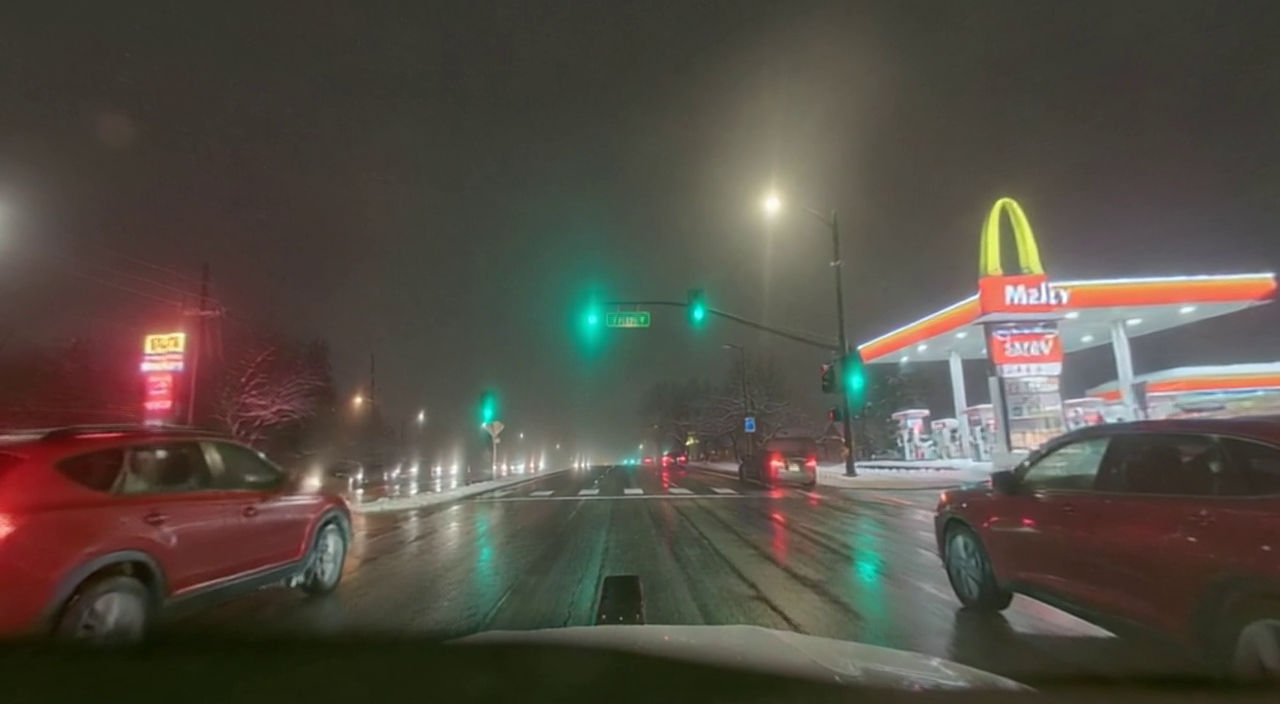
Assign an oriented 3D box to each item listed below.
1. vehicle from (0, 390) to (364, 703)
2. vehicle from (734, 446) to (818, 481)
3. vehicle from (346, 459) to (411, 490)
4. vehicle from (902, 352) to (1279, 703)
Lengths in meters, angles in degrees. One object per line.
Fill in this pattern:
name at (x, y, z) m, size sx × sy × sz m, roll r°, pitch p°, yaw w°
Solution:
vehicle at (-3.706, 1.205, 4.193) m, size 1.935 × 1.617 × 4.045 m, roll 0°, pitch -8°, yaw -1°
vehicle at (7.089, 5.827, 33.475) m, size 2.066 × 1.699 × 4.419 m, roll 4°, pitch -9°, yaw -25°
vehicle at (-14.696, 6.895, 35.791) m, size 1.751 × 1.484 × 4.561 m, roll 0°, pitch -8°, yaw 0°
vehicle at (3.350, 0.971, 3.212) m, size 2.085 × 1.655 × 4.459 m, roll 0°, pitch -8°, yaw 0°
